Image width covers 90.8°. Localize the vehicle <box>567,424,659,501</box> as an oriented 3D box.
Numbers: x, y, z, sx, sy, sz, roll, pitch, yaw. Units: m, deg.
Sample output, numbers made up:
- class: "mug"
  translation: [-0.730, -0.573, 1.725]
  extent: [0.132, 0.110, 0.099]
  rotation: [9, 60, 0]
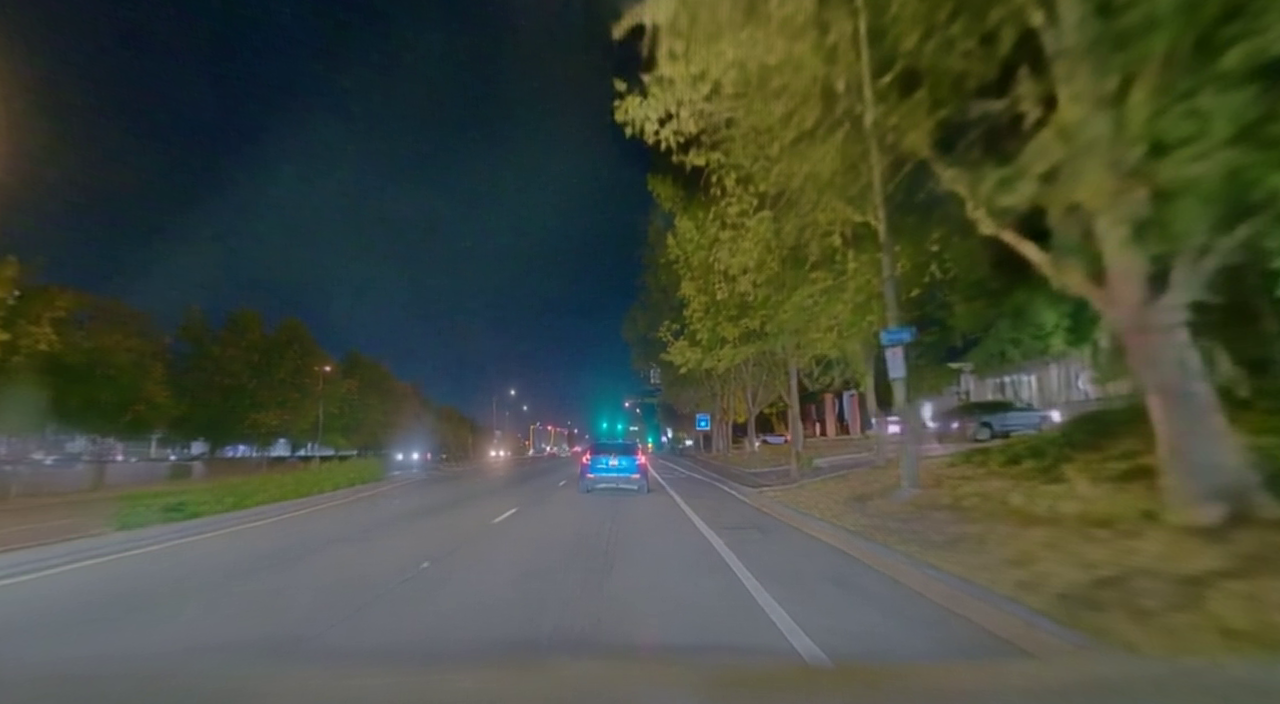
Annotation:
- class: "vehicle"
  translation: [-0.668, 2.882, 16.840]
  extent: [2.131, 1.761, 4.242]
  rotation: [0, -8, -1]
